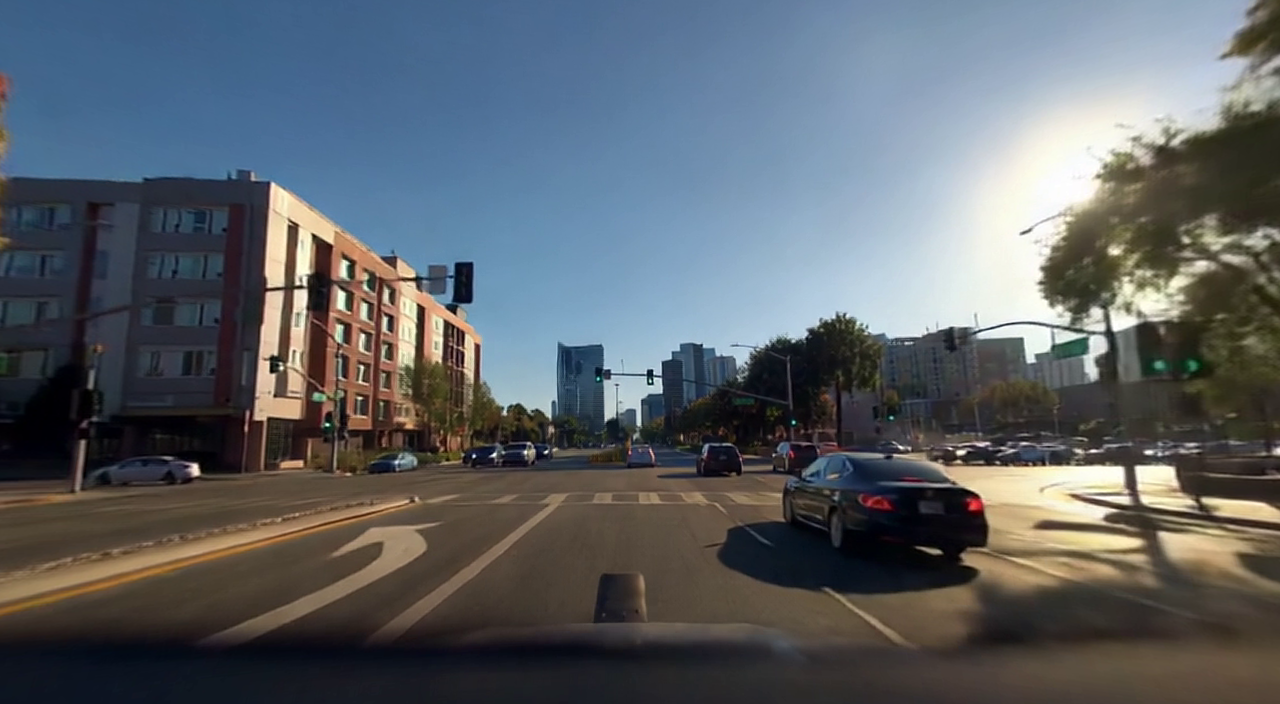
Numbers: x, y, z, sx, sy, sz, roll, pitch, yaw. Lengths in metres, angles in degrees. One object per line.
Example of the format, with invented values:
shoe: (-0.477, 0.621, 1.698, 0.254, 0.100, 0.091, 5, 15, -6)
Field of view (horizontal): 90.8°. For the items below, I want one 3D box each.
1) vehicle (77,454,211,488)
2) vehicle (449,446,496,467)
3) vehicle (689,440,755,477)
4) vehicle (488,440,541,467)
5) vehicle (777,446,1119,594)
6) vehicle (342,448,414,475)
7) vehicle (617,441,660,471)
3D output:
vehicle: (-23.565, 5.638, 30.143, 4.751, 1.501, 2.147, -1, -8, 5)
vehicle: (-12.219, 7.638, 46.385, 2.181, 1.440, 4.253, 0, -8, 1)
vehicle: (3.585, 4.761, 28.484, 2.226, 1.490, 4.593, 0, -8, -2)
vehicle: (-8.494, 6.919, 43.223, 2.590, 1.769, 4.827, 0, -8, 0)
vehicle: (3.308, 1.868, 8.028, 2.080, 1.321, 4.382, 0, -8, -1)
vehicle: (-15.310, 6.402, 37.188, 2.144, 1.463, 4.701, 0, -8, 1)
vehicle: (-0.095, 5.468, 33.361, 2.143, 1.480, 4.006, 0, -8, 0)
